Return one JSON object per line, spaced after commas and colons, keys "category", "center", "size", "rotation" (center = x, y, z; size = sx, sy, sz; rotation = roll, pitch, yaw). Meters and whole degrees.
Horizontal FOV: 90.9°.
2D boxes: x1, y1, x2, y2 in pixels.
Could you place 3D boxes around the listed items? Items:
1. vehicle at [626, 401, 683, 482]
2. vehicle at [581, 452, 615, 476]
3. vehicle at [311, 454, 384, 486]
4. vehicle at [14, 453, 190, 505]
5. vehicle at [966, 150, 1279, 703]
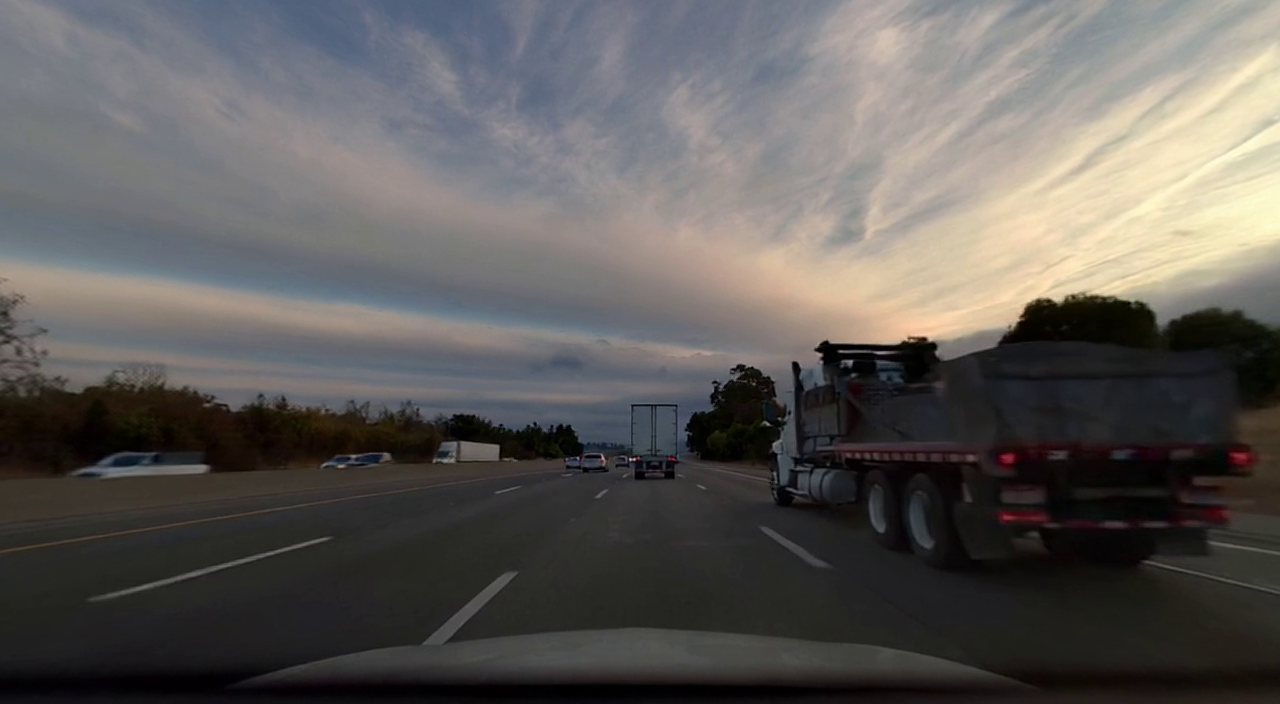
{"category": "vehicle", "center": [0.660, 5.454, 37.993], "size": [2.875, 4.056, 12.312], "rotation": [0, -9, 0]}
{"category": "vehicle", "center": [-2.889, 7.809, 44.246], "size": [2.061, 1.555, 3.900], "rotation": [0, -9, 0]}
{"category": "vehicle", "center": [-14.219, 5.727, 30.854], "size": [1.790, 1.434, 3.534], "rotation": [0, -9, 1]}
{"category": "vehicle", "center": [-18.408, 4.326, 21.944], "size": [2.081, 1.575, 4.555], "rotation": [0, -9, 0]}
{"category": "vehicle", "center": [4.634, 0.574, 4.365], "size": [2.565, 2.902, 3.798], "rotation": [0, -9, 0]}
